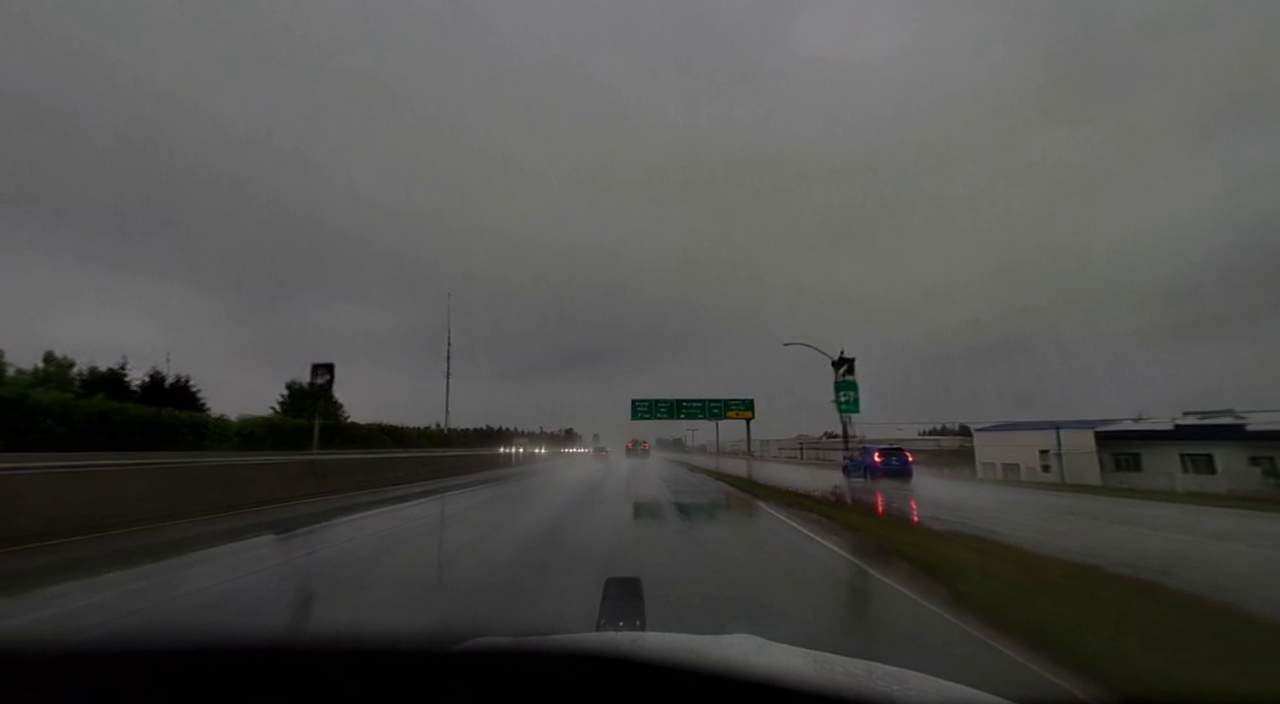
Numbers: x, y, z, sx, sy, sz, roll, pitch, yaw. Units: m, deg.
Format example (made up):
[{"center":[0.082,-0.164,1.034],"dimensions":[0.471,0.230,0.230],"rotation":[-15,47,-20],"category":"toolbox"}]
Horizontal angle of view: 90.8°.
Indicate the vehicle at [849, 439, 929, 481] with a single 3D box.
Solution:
[{"center":[14.846,6.460,38.075],"dimensions":[2.411,2.326,5.300],"rotation":[0,-9,-3],"category":"vehicle"}]
